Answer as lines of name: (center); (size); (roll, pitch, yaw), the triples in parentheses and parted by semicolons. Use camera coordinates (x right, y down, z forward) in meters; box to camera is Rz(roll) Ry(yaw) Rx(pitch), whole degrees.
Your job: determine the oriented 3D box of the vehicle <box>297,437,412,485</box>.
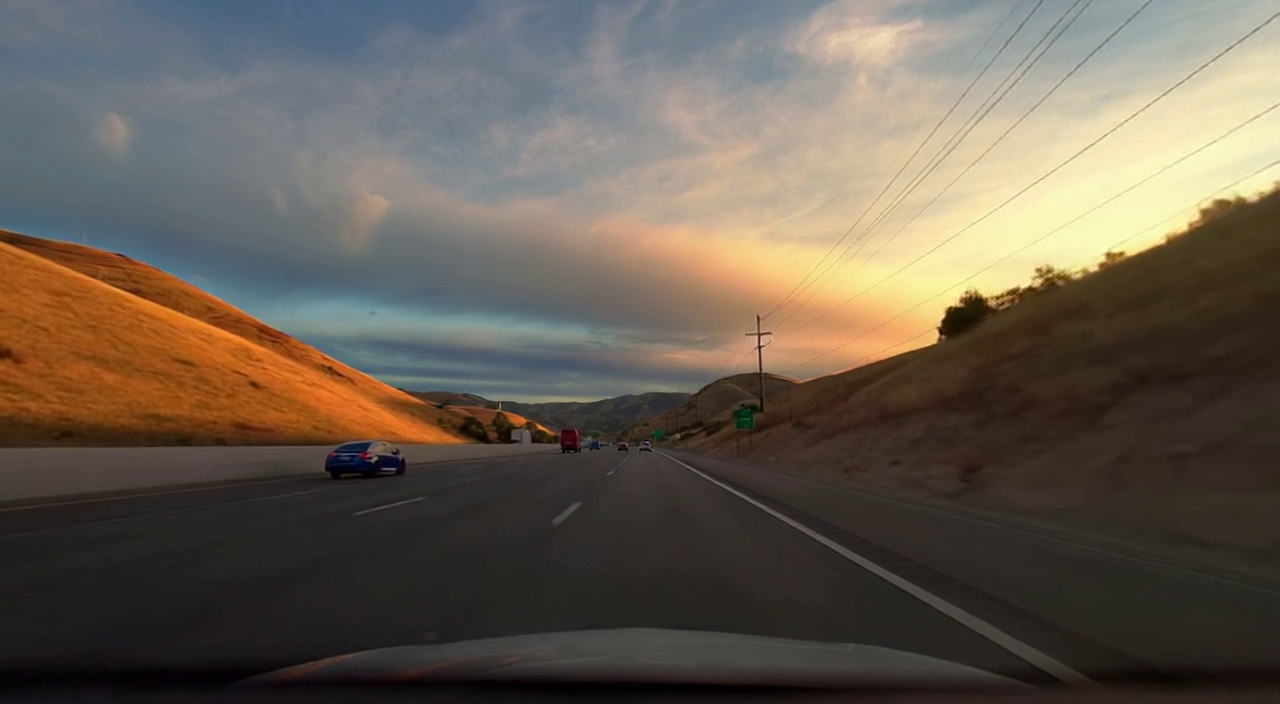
vehicle: (-10.372, 3.996, 23.374); (1.971, 1.558, 4.847); (1, -9, 0)
